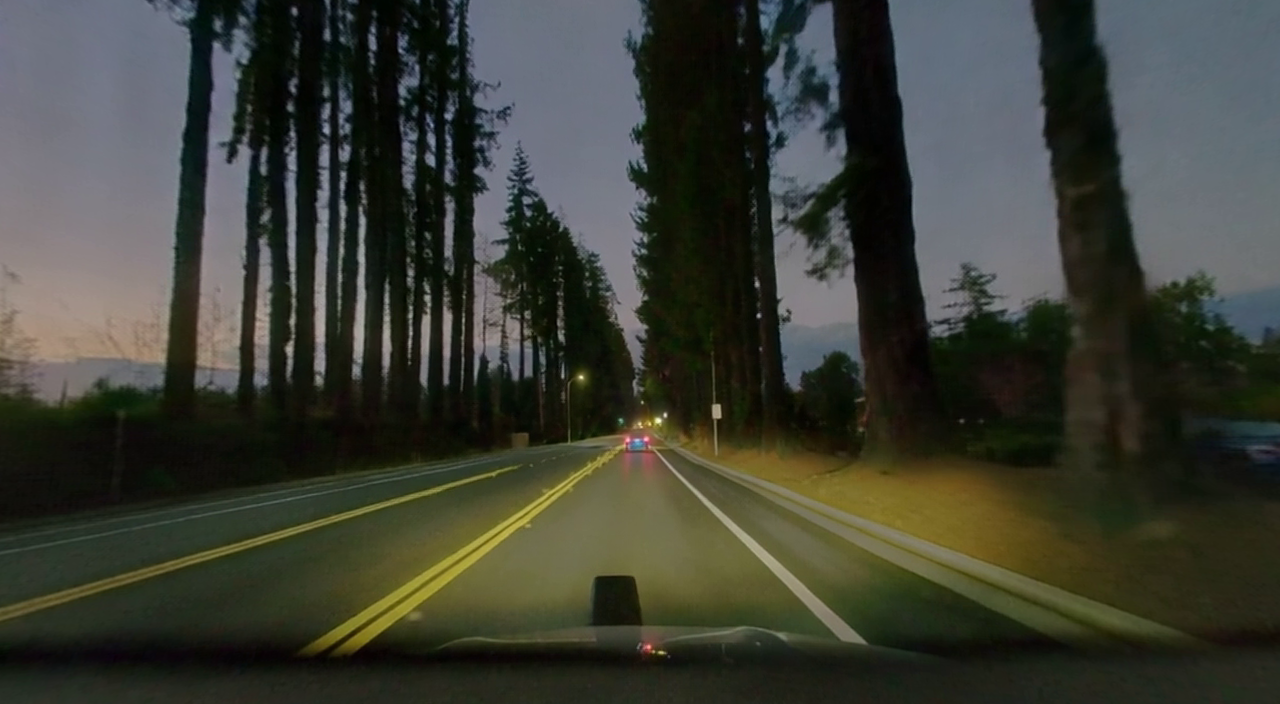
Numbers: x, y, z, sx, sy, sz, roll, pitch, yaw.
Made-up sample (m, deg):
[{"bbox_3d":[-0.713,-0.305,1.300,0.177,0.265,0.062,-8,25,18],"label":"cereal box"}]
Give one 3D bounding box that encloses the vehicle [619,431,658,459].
[{"bbox_3d":[-0.090,5.279,35.924,2.067,1.486,3.861,0,-9,0],"label":"vehicle"}]
